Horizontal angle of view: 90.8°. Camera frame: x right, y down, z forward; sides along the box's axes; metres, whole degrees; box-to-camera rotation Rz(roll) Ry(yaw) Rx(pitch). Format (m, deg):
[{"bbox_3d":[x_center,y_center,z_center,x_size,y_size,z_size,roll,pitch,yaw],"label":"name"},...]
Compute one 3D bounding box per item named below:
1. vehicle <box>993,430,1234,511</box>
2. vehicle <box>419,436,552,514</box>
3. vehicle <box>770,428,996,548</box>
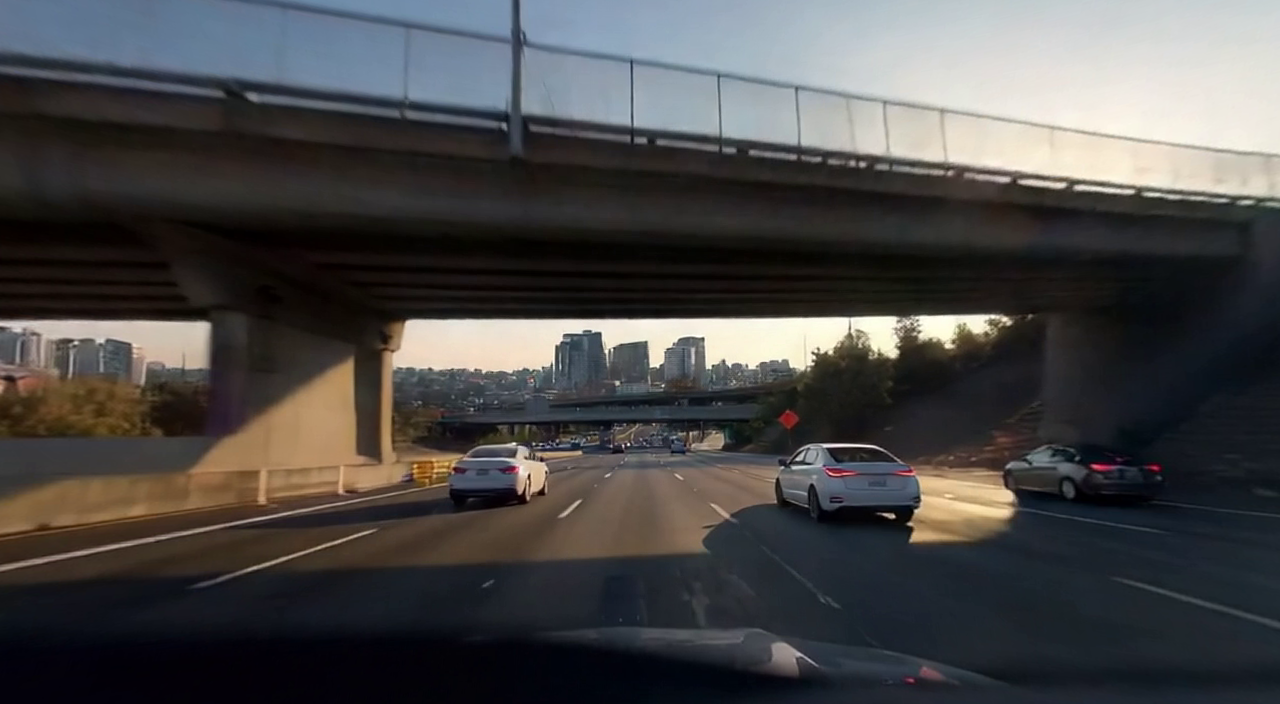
[{"bbox_3d":[10.323,2.605,14.342,2.019,1.529,4.385,0,-8,-1],"label":"vehicle"},{"bbox_3d":[-3.407,2.790,14.829,1.975,1.536,4.295,0,-8,1],"label":"vehicle"},{"bbox_3d":[3.543,2.047,10.175,1.961,1.504,4.094,0,-8,-1],"label":"vehicle"}]
